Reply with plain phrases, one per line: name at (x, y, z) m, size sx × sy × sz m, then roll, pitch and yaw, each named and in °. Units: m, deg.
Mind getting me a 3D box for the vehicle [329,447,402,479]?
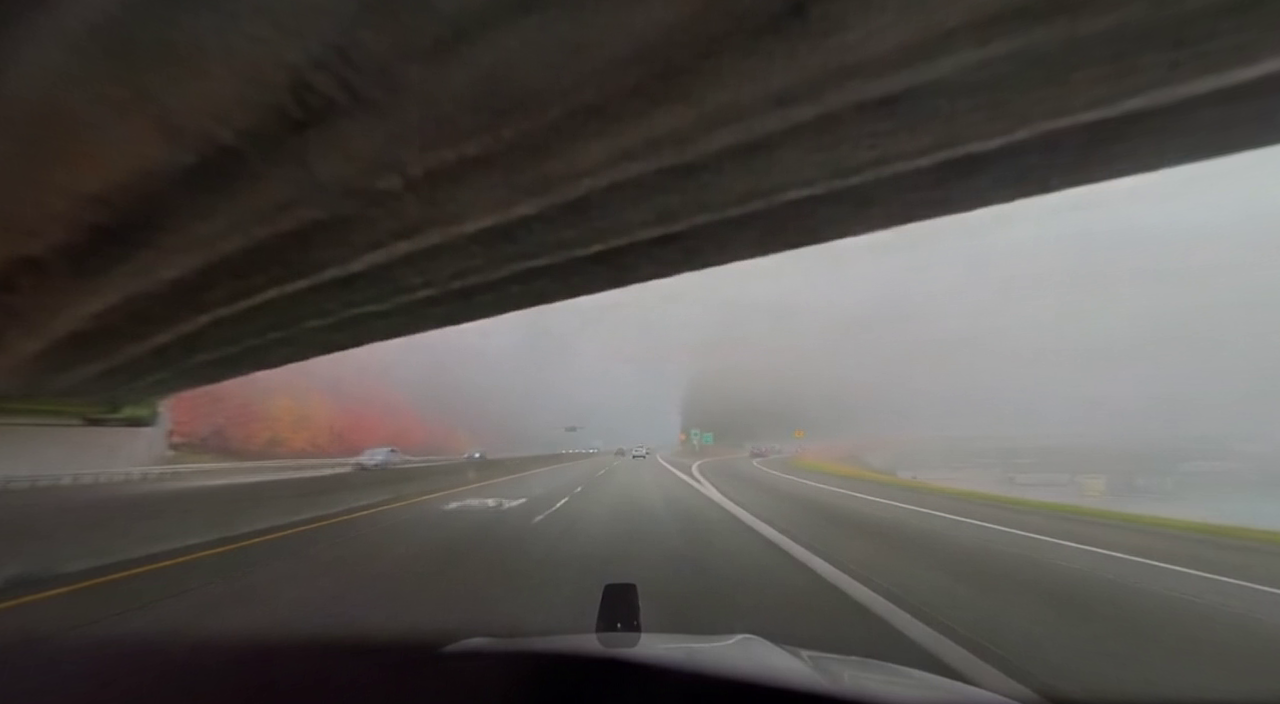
vehicle at (-15.821, 6.398, 36.449) m, size 1.965 × 1.670 × 4.881 m, roll -1°, pitch -9°, yaw 1°
